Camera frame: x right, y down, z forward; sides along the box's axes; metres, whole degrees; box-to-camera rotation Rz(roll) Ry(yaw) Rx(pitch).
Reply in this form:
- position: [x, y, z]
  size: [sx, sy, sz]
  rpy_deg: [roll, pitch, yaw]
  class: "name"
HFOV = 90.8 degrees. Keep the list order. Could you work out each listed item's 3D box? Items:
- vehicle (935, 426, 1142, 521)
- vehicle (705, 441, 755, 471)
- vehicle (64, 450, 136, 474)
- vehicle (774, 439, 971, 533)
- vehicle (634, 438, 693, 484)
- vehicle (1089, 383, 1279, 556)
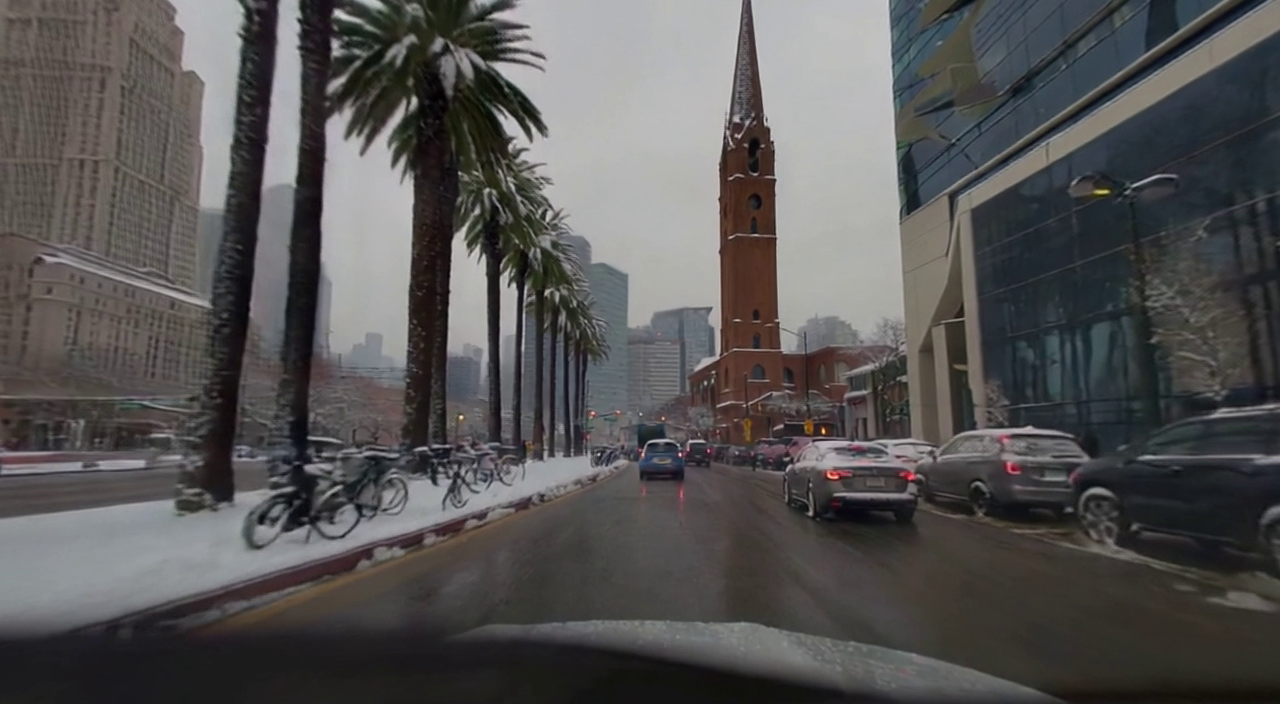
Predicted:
- position: [9.401, 2.880, 15.565]
  size: [2.041, 1.941, 4.884]
  rpy_deg: [-1, -9, 3]
  class: "vehicle"
- position: [5.113, 5.990, 36.489]
  size: [1.981, 1.572, 4.718]
  rpy_deg: [0, -9, -2]
  class: "vehicle"
- position: [-41.650, 8.444, 48.884]
  size: [2.006, 1.732, 4.736]
  rpy_deg: [1, -9, -10]
  class: "vehicle"
- position: [4.278, 2.530, 12.630]
  size: [2.116, 1.500, 4.702]
  rpy_deg: [0, -9, 0]
  class: "vehicle"
- position: [0.887, 4.209, 24.609]
  size: [2.111, 1.605, 3.832]
  rpy_deg: [0, -9, 1]
  class: "vehicle"
- position: [9.145, 1.597, 8.752]
  size: [2.093, 2.154, 5.193]
  rpy_deg: [-1, -9, 2]
  class: "vehicle"
